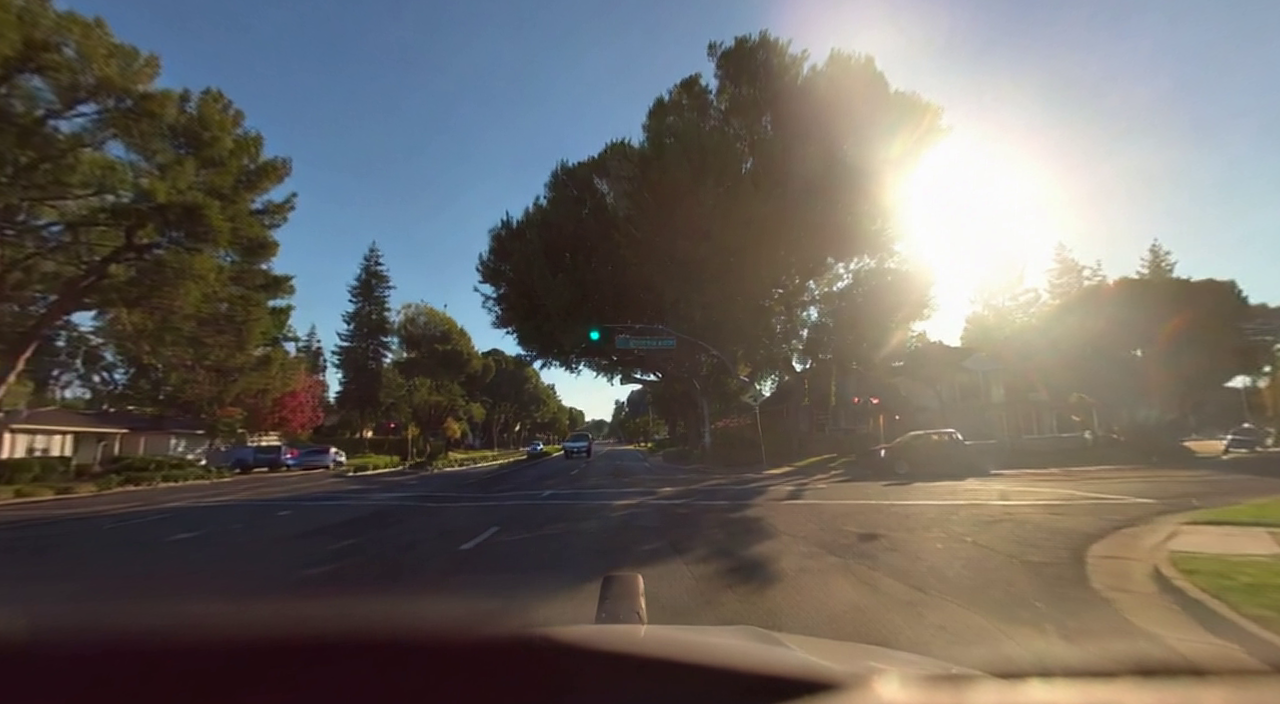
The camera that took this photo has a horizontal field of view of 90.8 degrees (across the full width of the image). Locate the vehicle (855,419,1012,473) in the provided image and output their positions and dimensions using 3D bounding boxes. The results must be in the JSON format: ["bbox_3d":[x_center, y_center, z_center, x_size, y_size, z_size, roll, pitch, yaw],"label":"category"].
[{"bbox_3d":[10.217,3.298,22.282,4.500,1.761,1.975,0,-8,-1],"label":"vehicle"}]

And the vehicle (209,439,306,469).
[{"bbox_3d":[-23.876,6.381,39.529,4.772,1.745,2.058,-1,-8,4],"label":"vehicle"}]
